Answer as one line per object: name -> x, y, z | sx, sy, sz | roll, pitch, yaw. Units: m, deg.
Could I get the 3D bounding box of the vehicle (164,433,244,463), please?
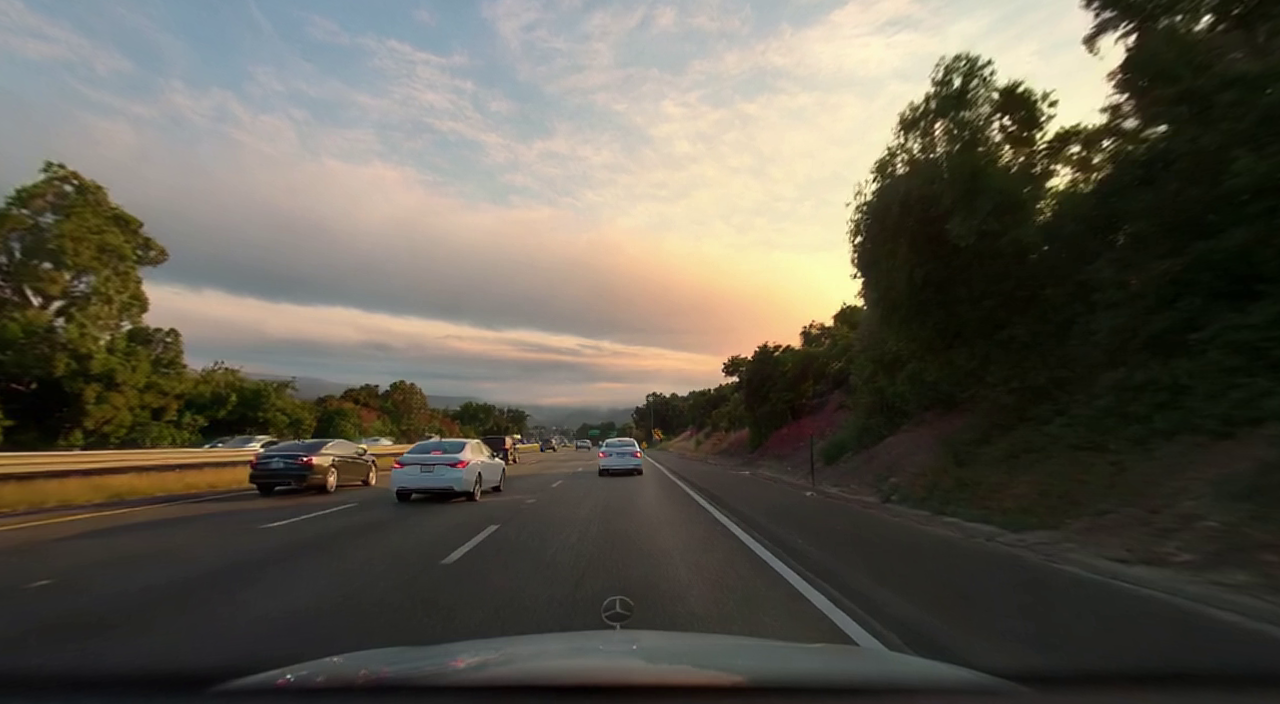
vehicle -> -25.650, 5.638, 37.133 | 1.887, 1.644, 4.075 | 0, -8, -2

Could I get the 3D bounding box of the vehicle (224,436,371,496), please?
vehicle -> -9.293, 3.074, 17.460 | 1.850, 1.439, 3.932 | 0, -8, 0

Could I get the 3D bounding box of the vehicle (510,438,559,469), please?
vehicle -> -5.307, 5.124, 31.959 | 1.835, 1.432, 3.835 | 0, -8, 0

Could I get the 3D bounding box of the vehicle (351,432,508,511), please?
vehicle -> -4.393, 2.526, 13.966 | 1.971, 1.464, 4.386 | 0, -8, 0

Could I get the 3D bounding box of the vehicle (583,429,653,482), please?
vehicle -> -0.738, 3.526, 21.773 | 2.178, 1.658, 3.916 | 0, -8, -1
